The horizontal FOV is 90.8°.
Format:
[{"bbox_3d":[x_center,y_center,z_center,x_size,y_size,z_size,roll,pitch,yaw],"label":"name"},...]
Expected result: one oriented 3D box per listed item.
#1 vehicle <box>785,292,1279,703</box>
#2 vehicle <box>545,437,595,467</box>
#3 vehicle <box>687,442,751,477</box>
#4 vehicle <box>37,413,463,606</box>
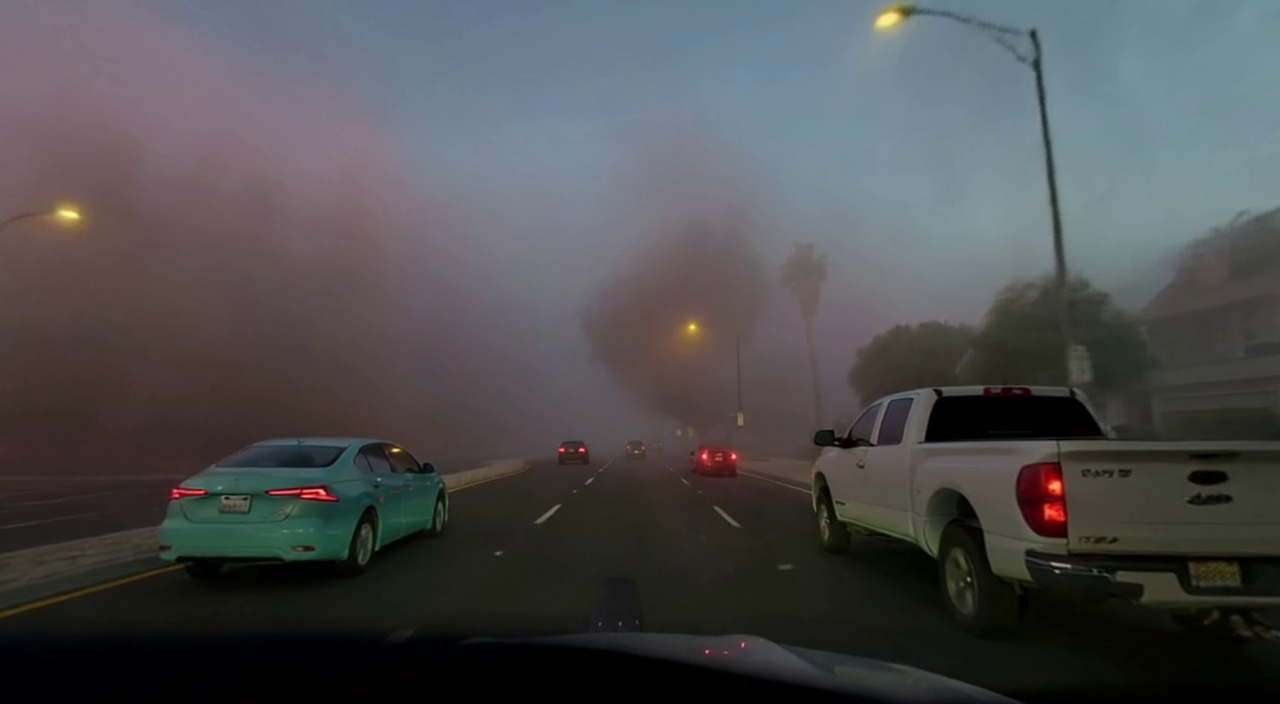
[{"bbox_3d":[3.269,1.132,5.771,2.478,2.030,5.723,0,-8,0],"label":"vehicle"},{"bbox_3d":[-3.827,5.595,35.341,2.263,1.548,4.555,0,-8,0],"label":"vehicle"},{"bbox_3d":[3.436,4.793,28.519,2.149,1.421,4.805,0,-8,-2],"label":"vehicle"},{"bbox_3d":[-3.682,1.558,7.180,2.094,1.509,4.286,0,-8,0],"label":"vehicle"}]
